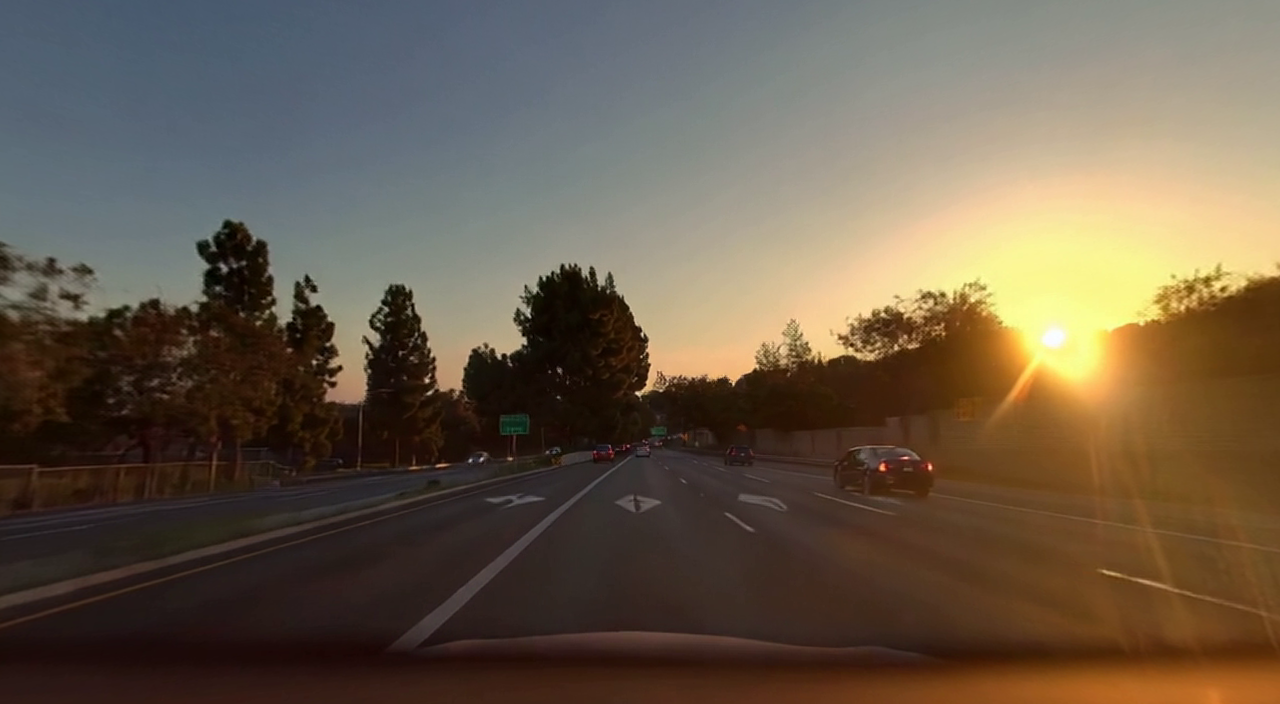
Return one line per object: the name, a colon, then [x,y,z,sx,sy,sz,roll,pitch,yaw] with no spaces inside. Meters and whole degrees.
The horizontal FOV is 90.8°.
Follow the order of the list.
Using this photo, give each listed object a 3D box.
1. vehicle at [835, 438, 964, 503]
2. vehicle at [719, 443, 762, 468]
vehicle: [6.781,3.095,16.952,1.838,1.518,3.713,0,-8,0]
vehicle: [6.620,6.866,42.086,1.987,1.597,4.463,0,-8,-2]
